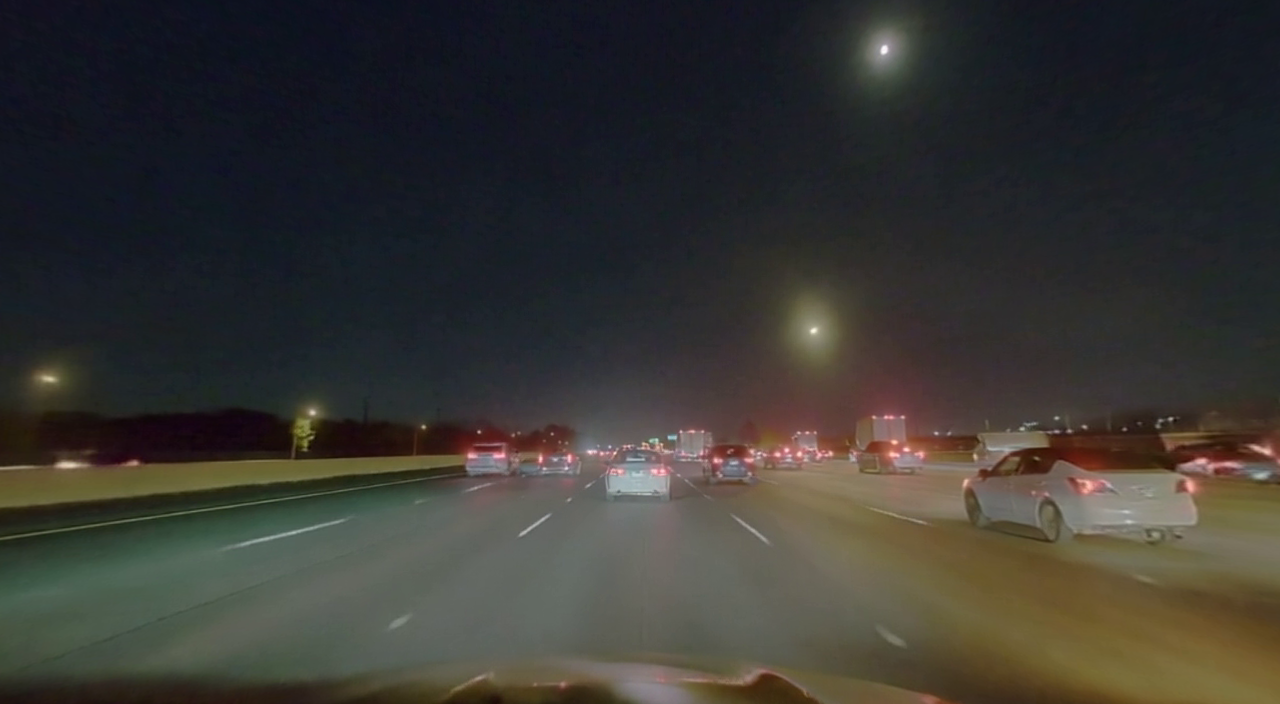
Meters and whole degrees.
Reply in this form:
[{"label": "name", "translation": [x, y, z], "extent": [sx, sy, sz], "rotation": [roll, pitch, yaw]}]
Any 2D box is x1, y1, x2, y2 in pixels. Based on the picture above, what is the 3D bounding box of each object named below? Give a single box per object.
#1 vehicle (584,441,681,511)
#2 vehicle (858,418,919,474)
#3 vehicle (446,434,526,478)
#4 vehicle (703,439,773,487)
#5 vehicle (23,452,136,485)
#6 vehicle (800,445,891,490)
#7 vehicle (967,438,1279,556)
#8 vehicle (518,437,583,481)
[{"label": "vehicle", "translation": [-0.133, 3.045, 15.939], "extent": [2.132, 1.499, 4.038], "rotation": [0, -9, 1]}, {"label": "vehicle", "translation": [17.364, 6.601, 44.191], "extent": [2.777, 3.740, 3.338], "rotation": [1, -9, -1]}, {"label": "vehicle", "translation": [-7.734, 5.328, 32.454], "extent": [2.487, 1.986, 6.157], "rotation": [0, -9, 1]}, {"label": "vehicle", "translation": [3.665, 4.234, 24.360], "extent": [2.053, 1.666, 4.106], "rotation": [0, -9, 0]}, {"label": "vehicle", "translation": [-28.031, 5.813, 31.705], "extent": [1.813, 1.505, 4.120], "rotation": [0, -9, 1]}, {"label": "vehicle", "translation": [7.432, 4.209, 23.237], "extent": [1.942, 1.482, 4.250], "rotation": [0, -9, 0]}, {"label": "vehicle", "translation": [7.636, 2.230, 10.454], "extent": [2.021, 1.505, 4.480], "rotation": [0, -9, 0]}, {"label": "vehicle", "translation": [-3.829, 4.668, 27.757], "extent": [2.079, 1.741, 4.436], "rotation": [0, -9, 2]}]
